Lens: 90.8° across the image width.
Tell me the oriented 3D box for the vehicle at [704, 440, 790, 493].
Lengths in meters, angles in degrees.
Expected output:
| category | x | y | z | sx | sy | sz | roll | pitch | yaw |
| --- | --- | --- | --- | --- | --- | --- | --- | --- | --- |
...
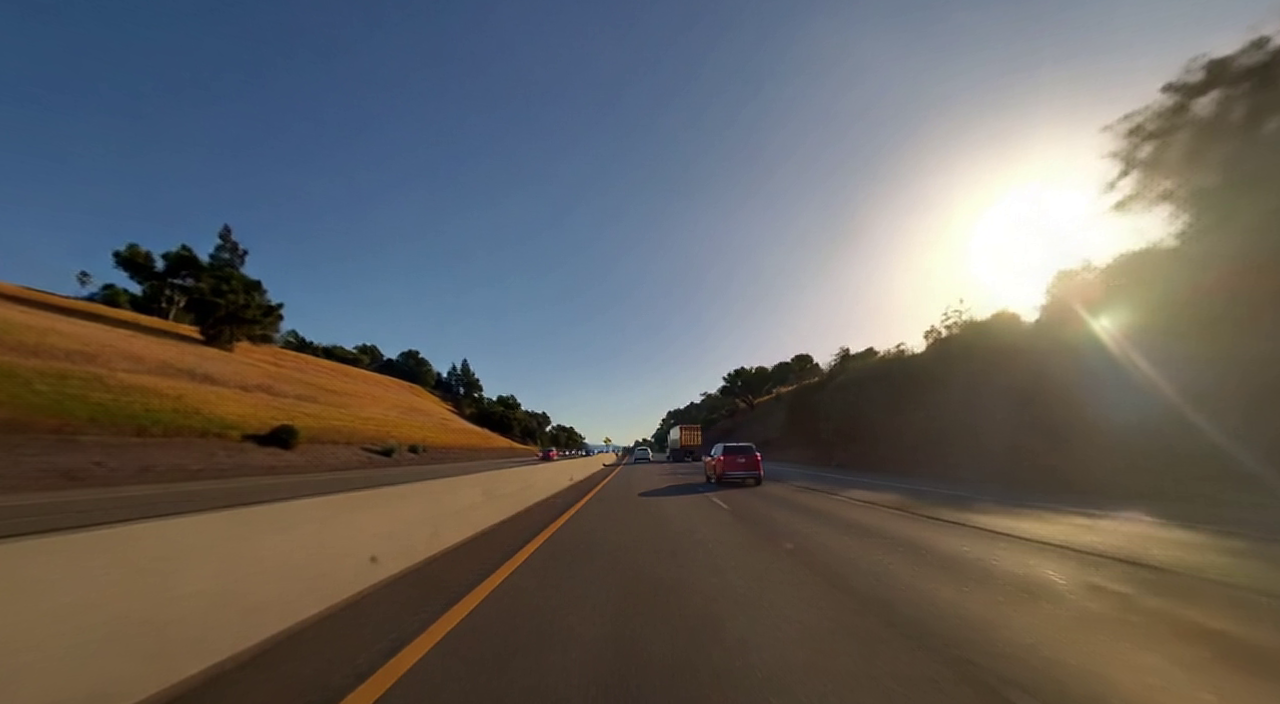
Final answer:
| category | x | y | z | sx | sy | sz | roll | pitch | yaw |
| --- | --- | --- | --- | --- | --- | --- | --- | --- | --- |
| vehicle | 3.655 | 3.998 | 22.435 | 2.130 | 1.658 | 4.537 | 0 | -9 | -2 |
